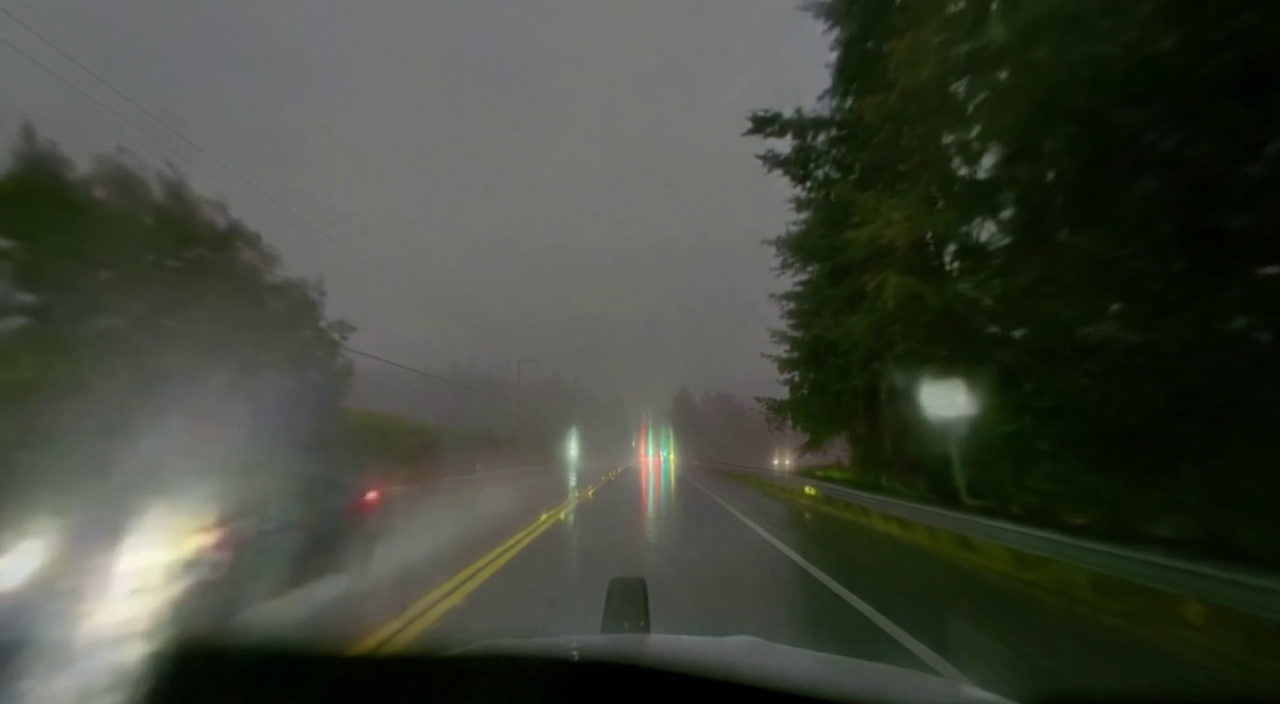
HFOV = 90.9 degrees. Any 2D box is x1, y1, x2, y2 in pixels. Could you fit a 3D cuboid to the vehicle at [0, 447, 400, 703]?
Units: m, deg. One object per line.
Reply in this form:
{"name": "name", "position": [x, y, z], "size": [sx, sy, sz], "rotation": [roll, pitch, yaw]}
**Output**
{"name": "vehicle", "position": [-3.676, 1.453, 4.681], "size": [1.937, 1.473, 4.570], "rotation": [0, -8, 1]}
